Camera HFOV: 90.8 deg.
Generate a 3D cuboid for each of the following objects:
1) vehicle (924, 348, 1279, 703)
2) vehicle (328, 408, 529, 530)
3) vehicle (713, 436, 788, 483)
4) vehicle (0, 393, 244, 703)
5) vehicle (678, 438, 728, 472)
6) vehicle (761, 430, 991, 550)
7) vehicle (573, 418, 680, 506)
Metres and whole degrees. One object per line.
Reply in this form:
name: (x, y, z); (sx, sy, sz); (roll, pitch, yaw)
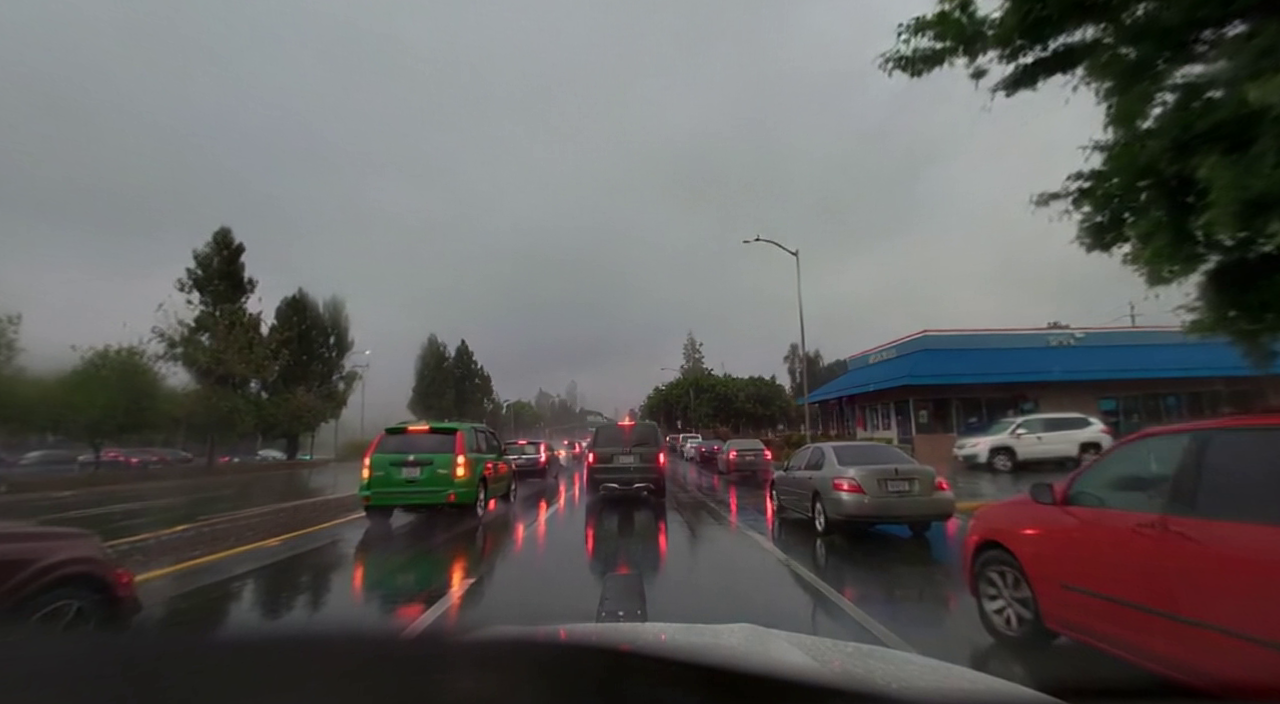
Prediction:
vehicle: (3.408, 0.927, 3.014); (2.047, 1.671, 4.267); (0, -9, -1)
vehicle: (-3.651, 2.134, 12.020); (2.231, 1.853, 4.461); (0, -9, 1)
vehicle: (3.875, 3.868, 22.917); (1.875, 1.521, 4.192); (0, -9, -1)
vehicle: (-3.718, 0.839, 1.986); (2.051, 1.522, 4.509); (0, -9, -1)
vehicle: (2.988, 4.972, 30.692); (1.903, 1.529, 3.649); (0, -9, -2)
vehicle: (3.376, 2.053, 10.106); (1.900, 1.477, 4.352); (0, -9, -1)
vehicle: (-0.343, 2.625, 15.442); (2.238, 1.825, 4.190); (0, -9, -1)
